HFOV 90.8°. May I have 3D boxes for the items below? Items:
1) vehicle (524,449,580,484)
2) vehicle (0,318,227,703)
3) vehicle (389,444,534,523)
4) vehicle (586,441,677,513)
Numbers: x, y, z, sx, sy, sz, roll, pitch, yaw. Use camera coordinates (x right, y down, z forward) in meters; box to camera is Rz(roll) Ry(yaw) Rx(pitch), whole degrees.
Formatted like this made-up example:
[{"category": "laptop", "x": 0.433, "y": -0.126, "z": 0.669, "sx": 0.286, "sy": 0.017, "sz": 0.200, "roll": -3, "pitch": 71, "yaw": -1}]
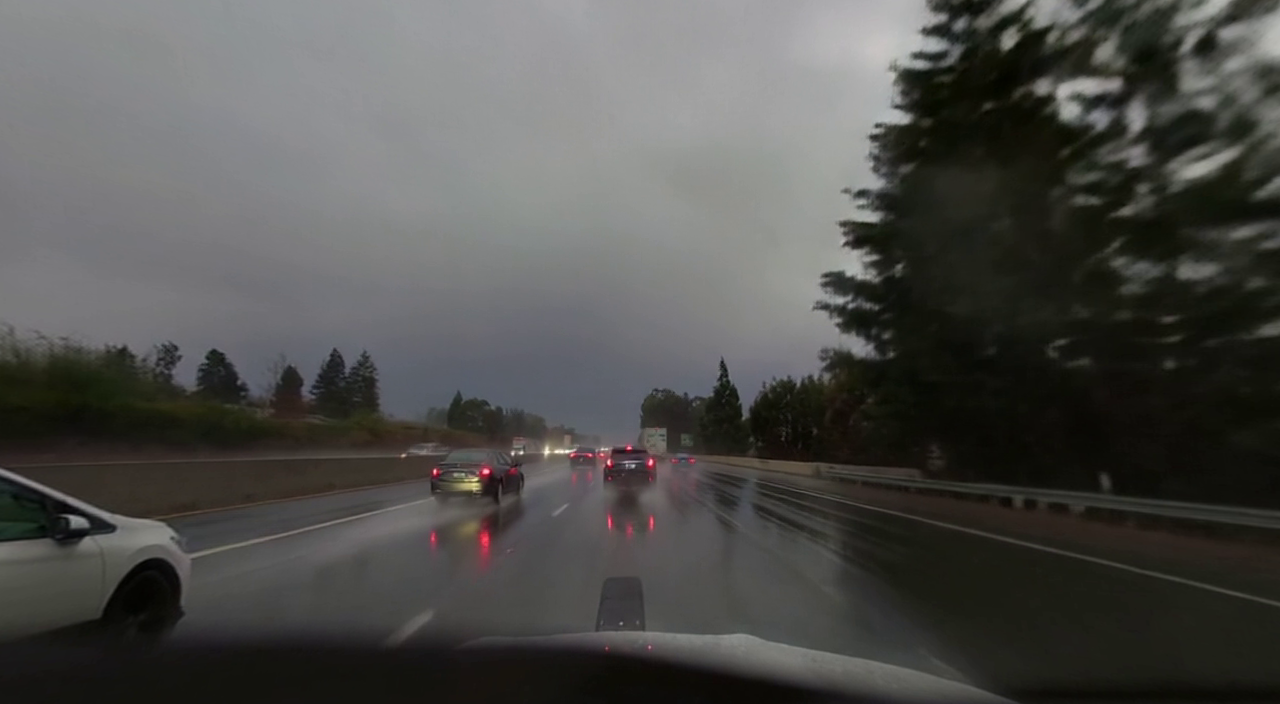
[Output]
[{"category": "vehicle", "x": -4.044, "y": 5.327, "z": 29.666, "sx": 1.999, "sy": 1.484, "sz": 4.269, "roll": 0, "pitch": -9, "yaw": 1}, {"category": "vehicle", "x": -3.955, "y": 0.638, "z": 1.713, "sx": 2.243, "sy": 1.889, "sz": 4.949, "roll": 0, "pitch": -9, "yaw": 1}, {"category": "vehicle", "x": -3.806, "y": 2.882, "z": 14.407, "sx": 1.988, "sy": 1.501, "sz": 4.438, "roll": 0, "pitch": -9, "yaw": 0}, {"category": "vehicle", "x": -0.187, "y": 3.046, "z": 15.737, "sx": 1.996, "sy": 1.574, "sz": 3.426, "roll": 0, "pitch": -9, "yaw": 0}]
